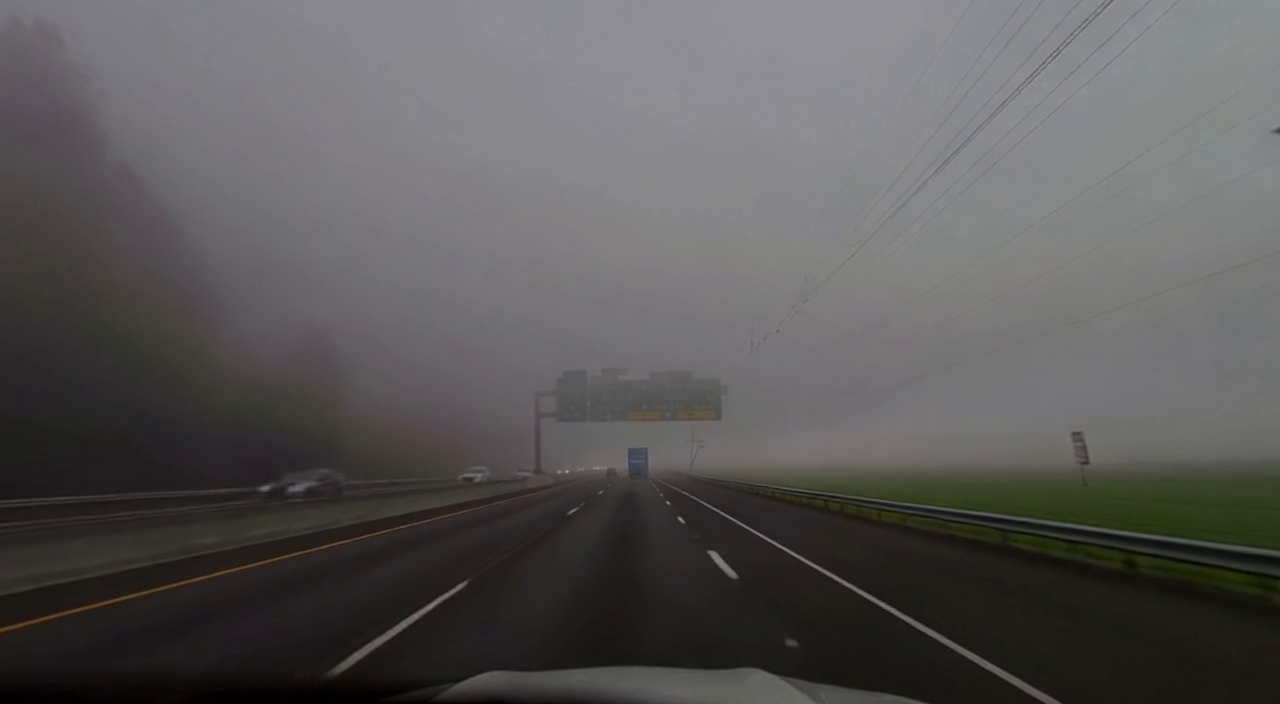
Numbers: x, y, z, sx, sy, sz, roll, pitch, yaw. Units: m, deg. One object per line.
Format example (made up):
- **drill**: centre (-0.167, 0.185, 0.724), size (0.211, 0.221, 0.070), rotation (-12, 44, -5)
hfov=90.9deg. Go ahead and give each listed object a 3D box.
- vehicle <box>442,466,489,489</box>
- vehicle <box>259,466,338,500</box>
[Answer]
- **vehicle**: centre (-11.947, 8.624, 43.373), size (1.881, 1.438, 4.529), rotation (1, -11, 0)
- **vehicle**: centre (-15.693, 6.035, 29.181), size (1.673, 1.409, 3.458), rotation (1, -11, 0)
